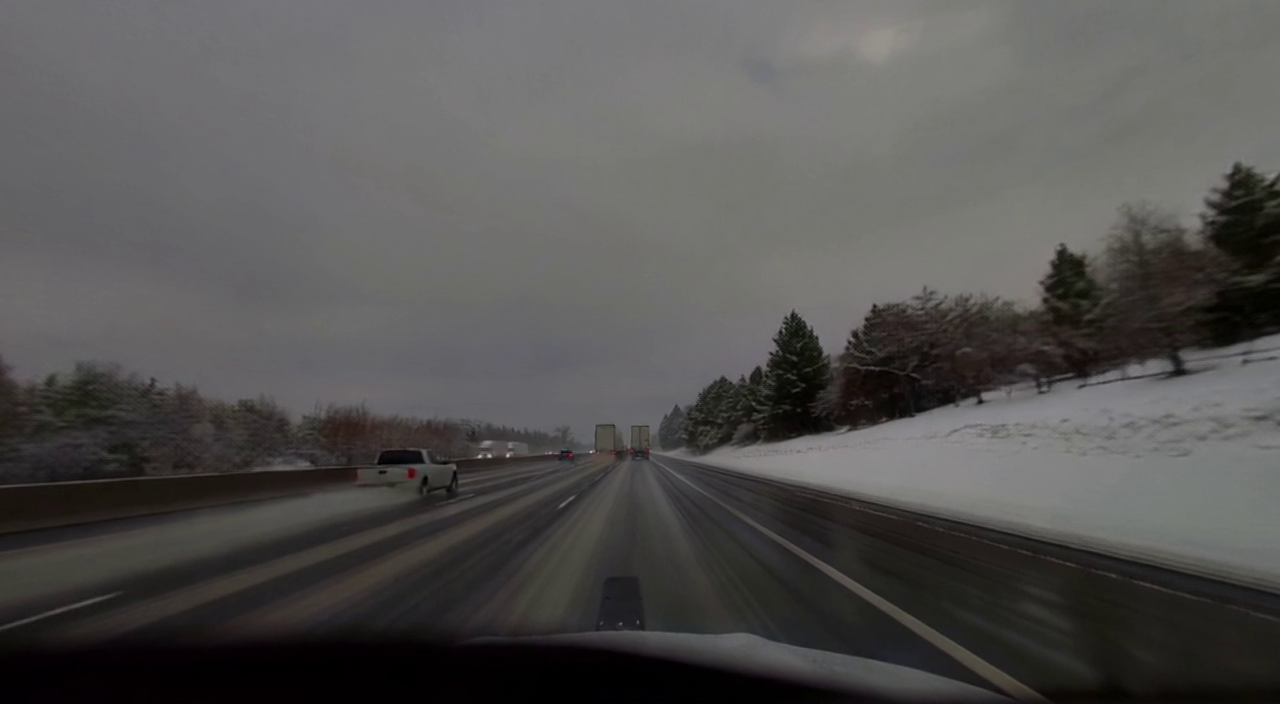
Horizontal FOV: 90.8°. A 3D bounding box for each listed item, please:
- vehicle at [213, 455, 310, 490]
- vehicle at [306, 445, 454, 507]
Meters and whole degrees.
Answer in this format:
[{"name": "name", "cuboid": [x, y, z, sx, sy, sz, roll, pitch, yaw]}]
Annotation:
[{"name": "vehicle", "cuboid": [-17.445, 5.553, 29.345, 1.830, 1.441, 4.274, 0, -9, 0]}, {"name": "vehicle", "cuboid": [-7.008, 3.377, 17.746, 2.036, 1.474, 5.011, 0, -9, 0]}]
